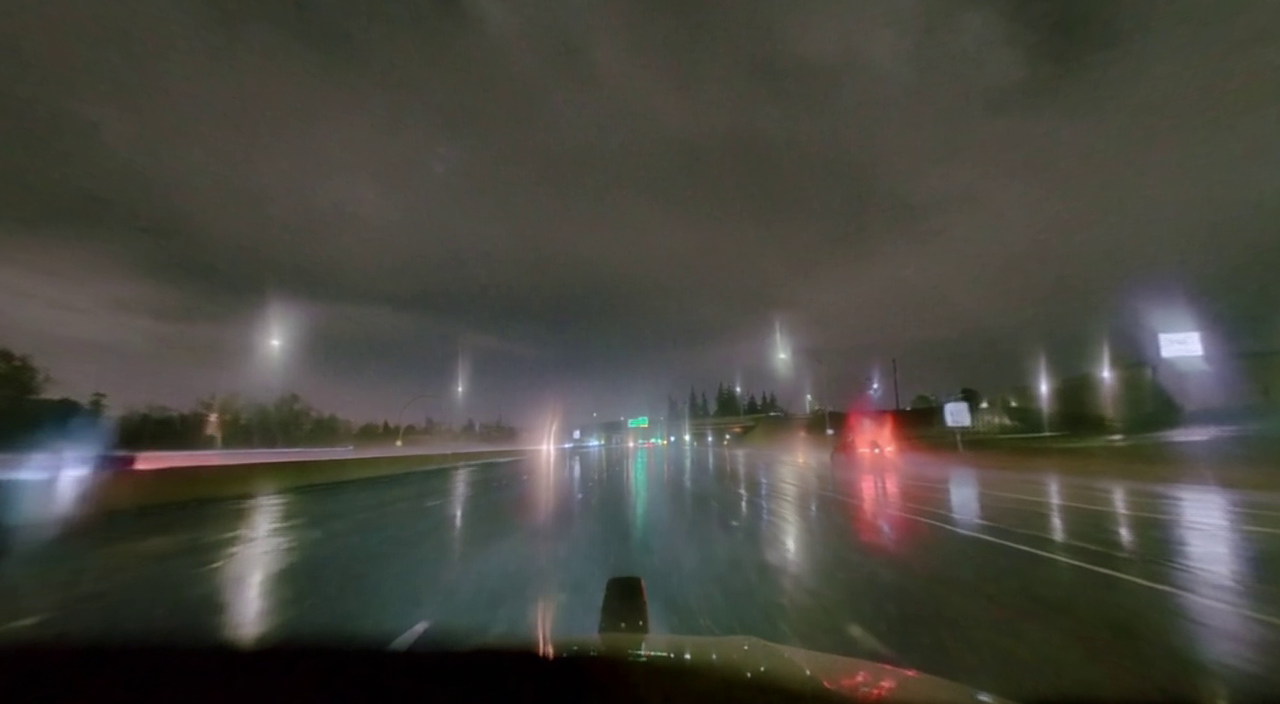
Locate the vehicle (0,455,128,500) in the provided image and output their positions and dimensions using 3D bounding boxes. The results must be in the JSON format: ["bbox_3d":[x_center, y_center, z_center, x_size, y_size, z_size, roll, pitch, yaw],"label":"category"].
[{"bbox_3d":[-21.935,4.601,23.445,1.876,1.404,4.678,-1,-8,0],"label":"vehicle"}]
